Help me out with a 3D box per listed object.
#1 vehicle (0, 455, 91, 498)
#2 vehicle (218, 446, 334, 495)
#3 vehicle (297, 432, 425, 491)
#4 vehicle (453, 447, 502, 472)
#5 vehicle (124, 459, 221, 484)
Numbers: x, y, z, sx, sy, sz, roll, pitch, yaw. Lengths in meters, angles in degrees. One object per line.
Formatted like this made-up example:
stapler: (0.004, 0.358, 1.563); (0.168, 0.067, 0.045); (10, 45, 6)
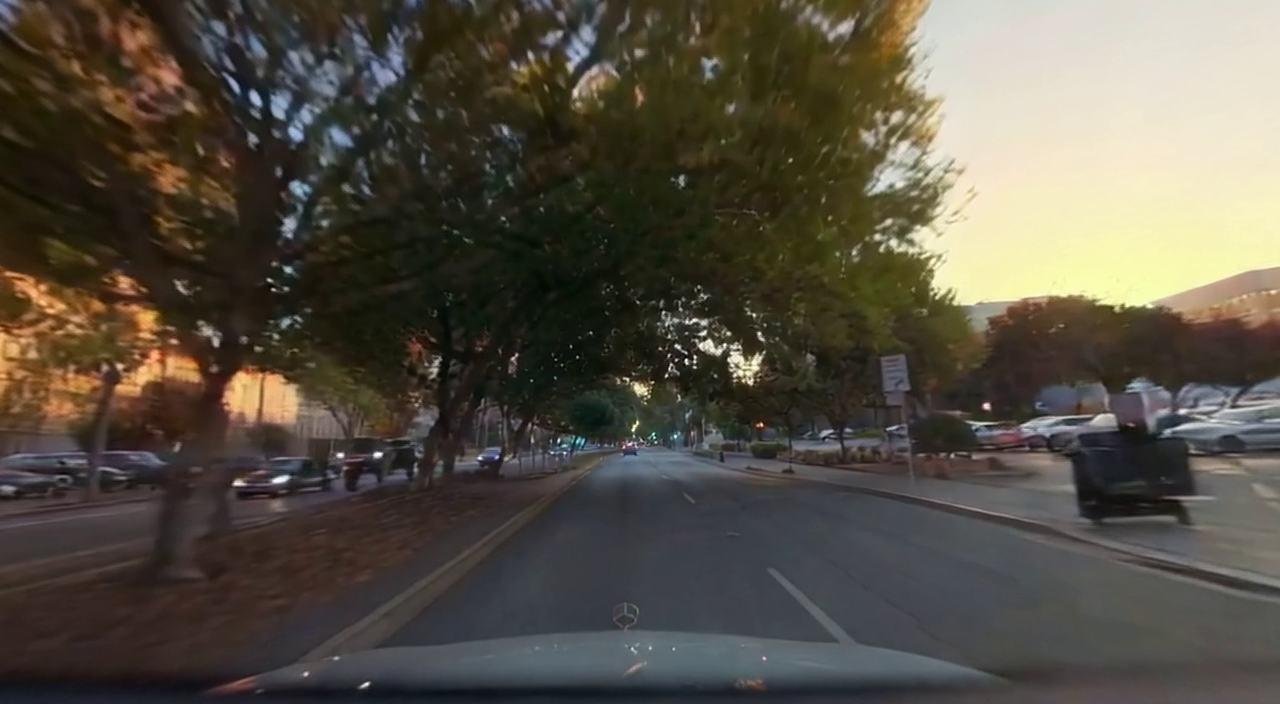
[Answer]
vehicle: (-27.181, 5.431, 27.616); (1.849, 1.724, 4.516); (-3, -9, 9)
vehicle: (-13.756, 4.455, 24.217); (1.918, 1.679, 4.213); (0, -9, 0)
vehicle: (-10.456, 4.159, 24.349); (2.197, 1.961, 5.695); (0, -9, 1)
vehicle: (-10.264, 6.830, 40.340); (1.878, 1.465, 4.360); (0, -9, 1)
vehicle: (-29.226, 7.474, 39.569); (4.489, 1.442, 1.956); (0, -8, -1)
